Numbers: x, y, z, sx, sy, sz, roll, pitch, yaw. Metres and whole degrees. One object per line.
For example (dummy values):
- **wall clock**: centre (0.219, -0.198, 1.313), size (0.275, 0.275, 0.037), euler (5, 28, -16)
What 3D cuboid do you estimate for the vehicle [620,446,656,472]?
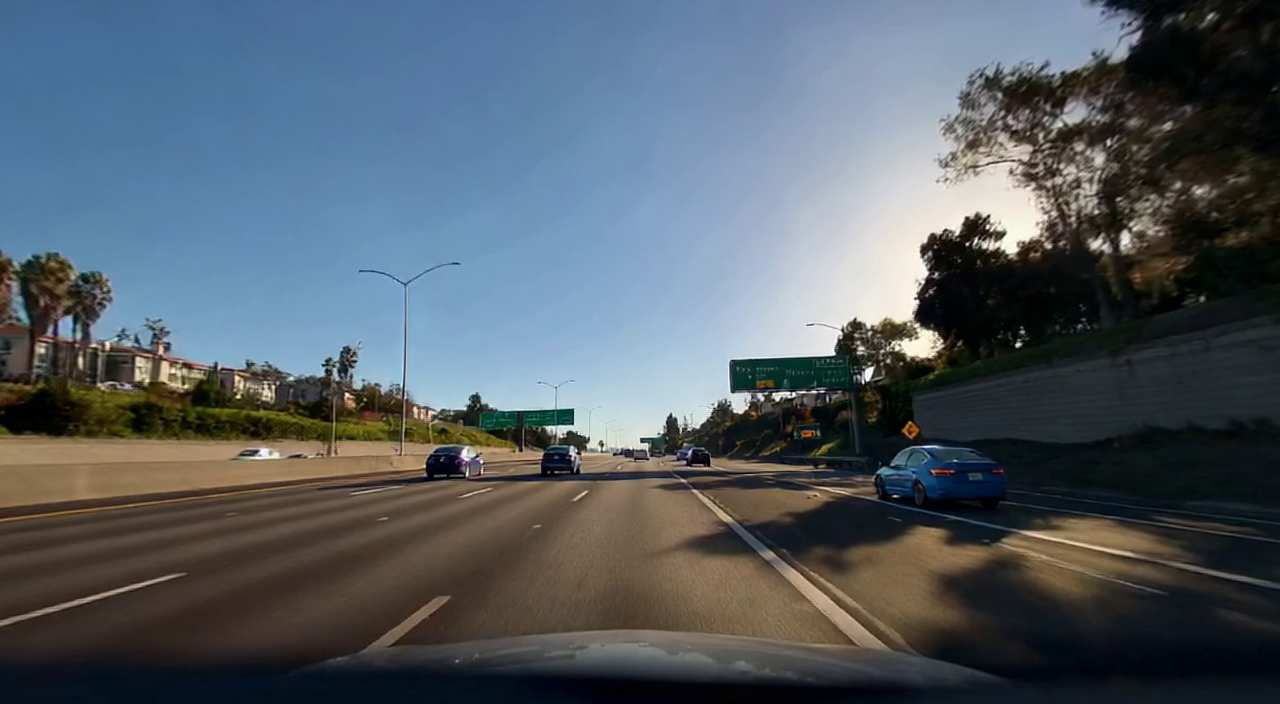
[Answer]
- **vehicle**: centre (-0.116, 6.732, 39.798), size (2.166, 1.496, 4.158), euler (0, -9, 0)

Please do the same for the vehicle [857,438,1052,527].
- **vehicle**: centre (6.503, 2.711, 13.759), size (1.981, 1.587, 4.519), euler (0, -9, 1)

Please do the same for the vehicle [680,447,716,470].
- **vehicle**: centre (3.949, 7.336, 43.615), size (2.077, 1.527, 4.553), euler (0, -9, 0)

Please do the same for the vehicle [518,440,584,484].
- **vehicle**: centre (-3.584, 4.509, 26.147), size (2.091, 1.664, 4.157), euler (0, -9, 1)

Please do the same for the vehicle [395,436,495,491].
- **vehicle**: centre (-6.712, 3.876, 22.284), size (2.112, 1.721, 4.381), euler (0, -9, 0)
